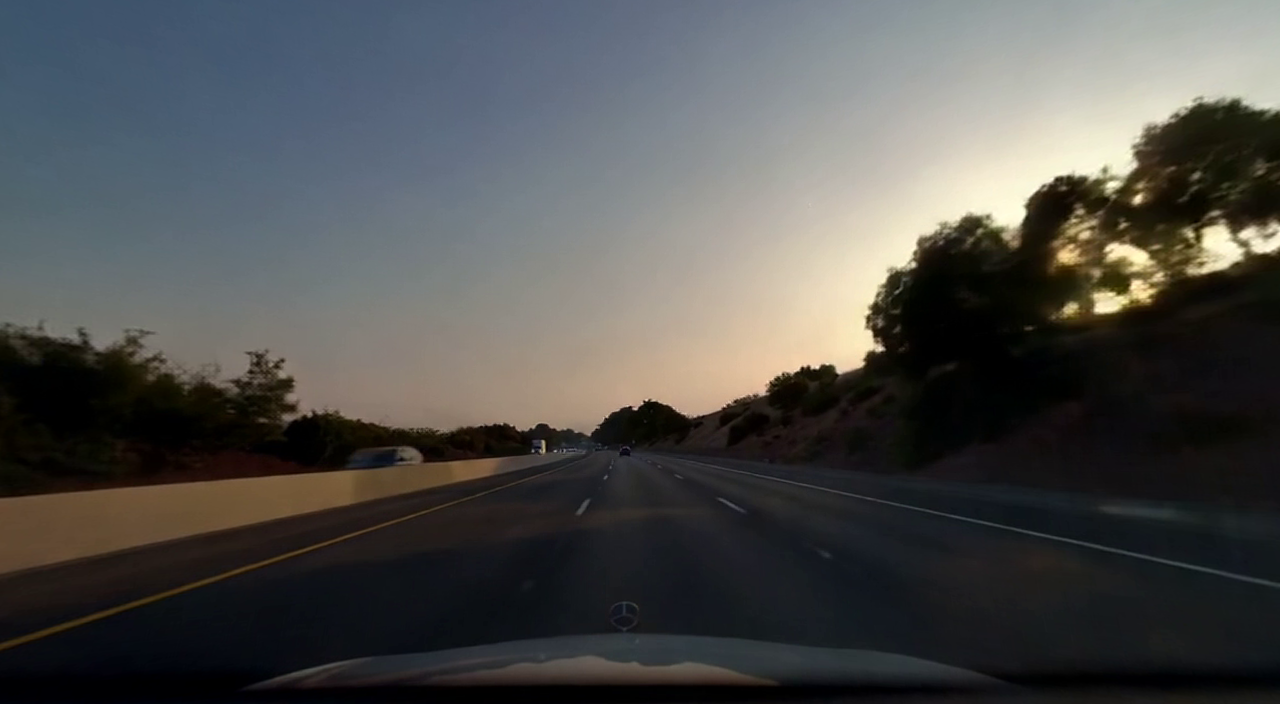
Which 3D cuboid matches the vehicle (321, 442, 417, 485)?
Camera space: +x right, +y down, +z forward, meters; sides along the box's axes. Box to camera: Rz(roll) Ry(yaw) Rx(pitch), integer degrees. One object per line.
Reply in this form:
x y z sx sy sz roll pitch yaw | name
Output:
-11.777 4.870 27.710 2.305 1.725 4.456 0 -9 -1 | vehicle
